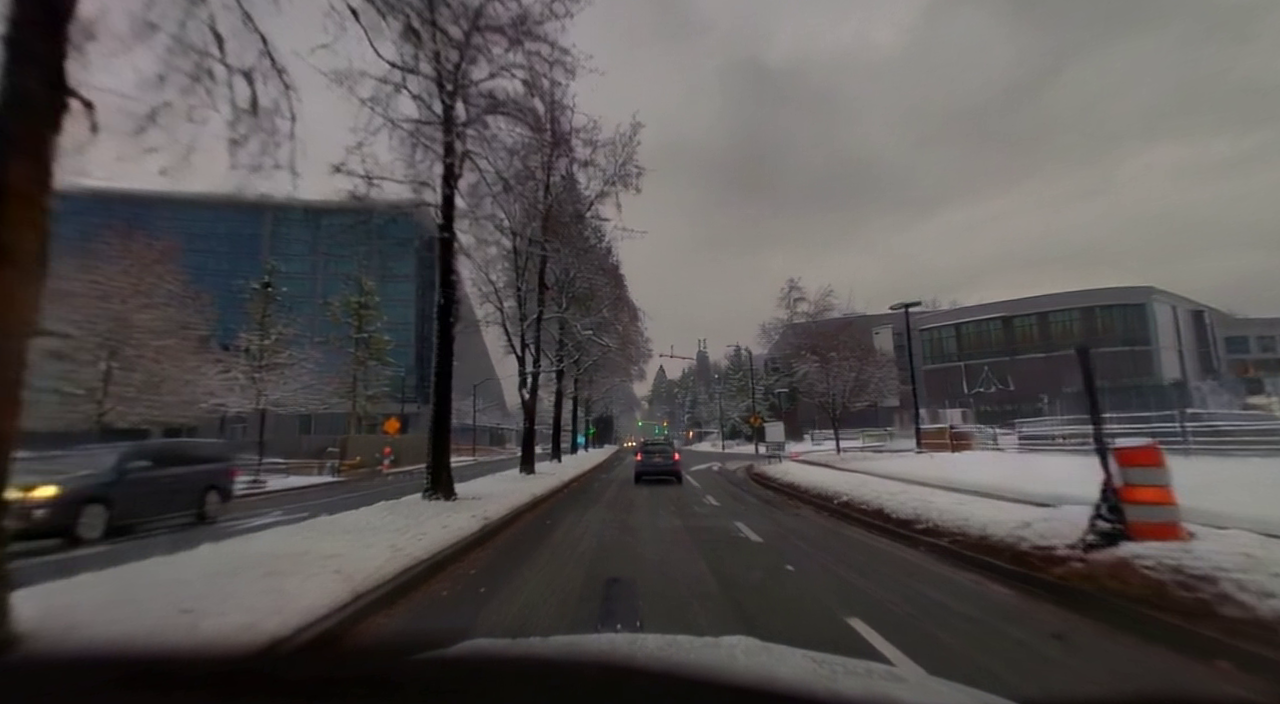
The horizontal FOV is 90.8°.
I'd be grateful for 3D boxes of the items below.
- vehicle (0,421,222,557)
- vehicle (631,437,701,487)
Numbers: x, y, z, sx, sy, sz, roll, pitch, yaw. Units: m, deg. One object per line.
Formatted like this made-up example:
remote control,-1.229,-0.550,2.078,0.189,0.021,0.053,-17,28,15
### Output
vehicle,-11.135,2.481,12.168,2.349,2.106,5.464,0,-8,0
vehicle,0.870,3.667,21.393,2.114,1.493,4.430,0,-8,2
